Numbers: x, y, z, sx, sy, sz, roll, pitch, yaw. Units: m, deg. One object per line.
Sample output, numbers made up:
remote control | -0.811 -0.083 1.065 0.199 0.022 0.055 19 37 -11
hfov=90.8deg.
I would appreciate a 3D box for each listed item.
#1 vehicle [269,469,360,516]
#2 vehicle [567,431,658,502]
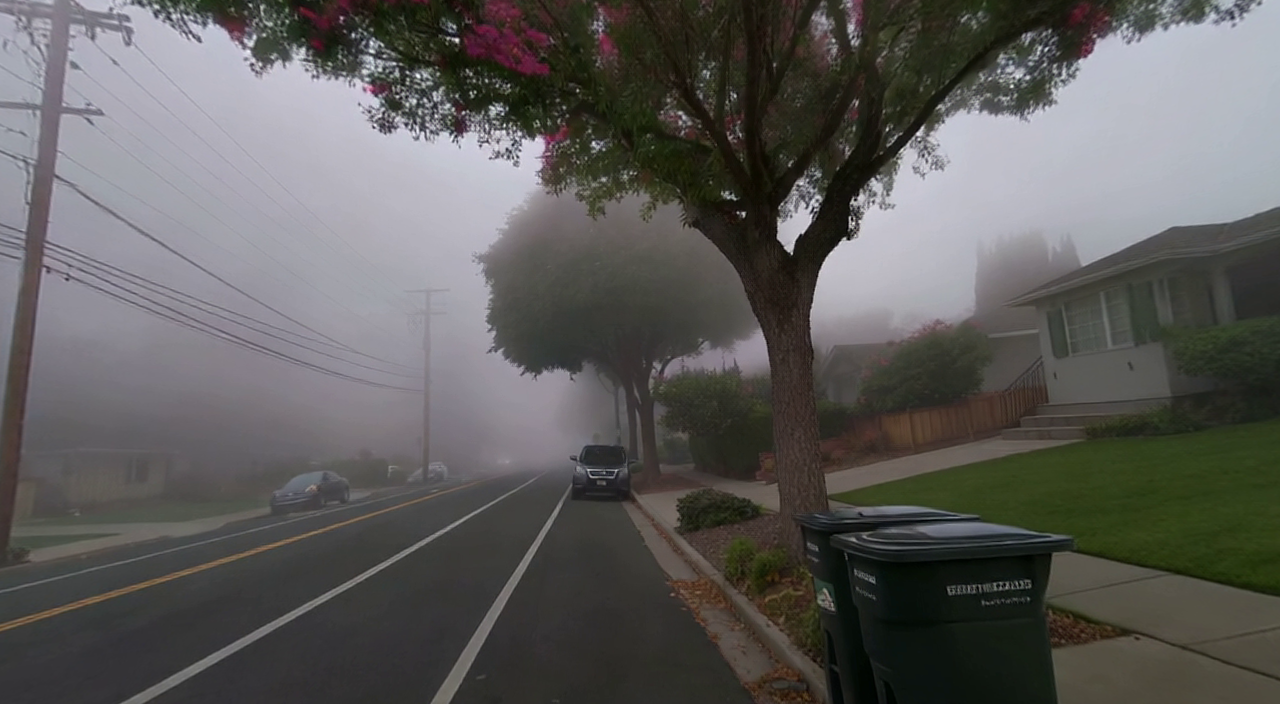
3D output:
vehicle | -13.767 5.918 26.987 1.982 1.660 4.142 1 -8 -6
vehicle | -0.823 3.074 17.389 2.190 1.708 4.115 0 -8 -4
